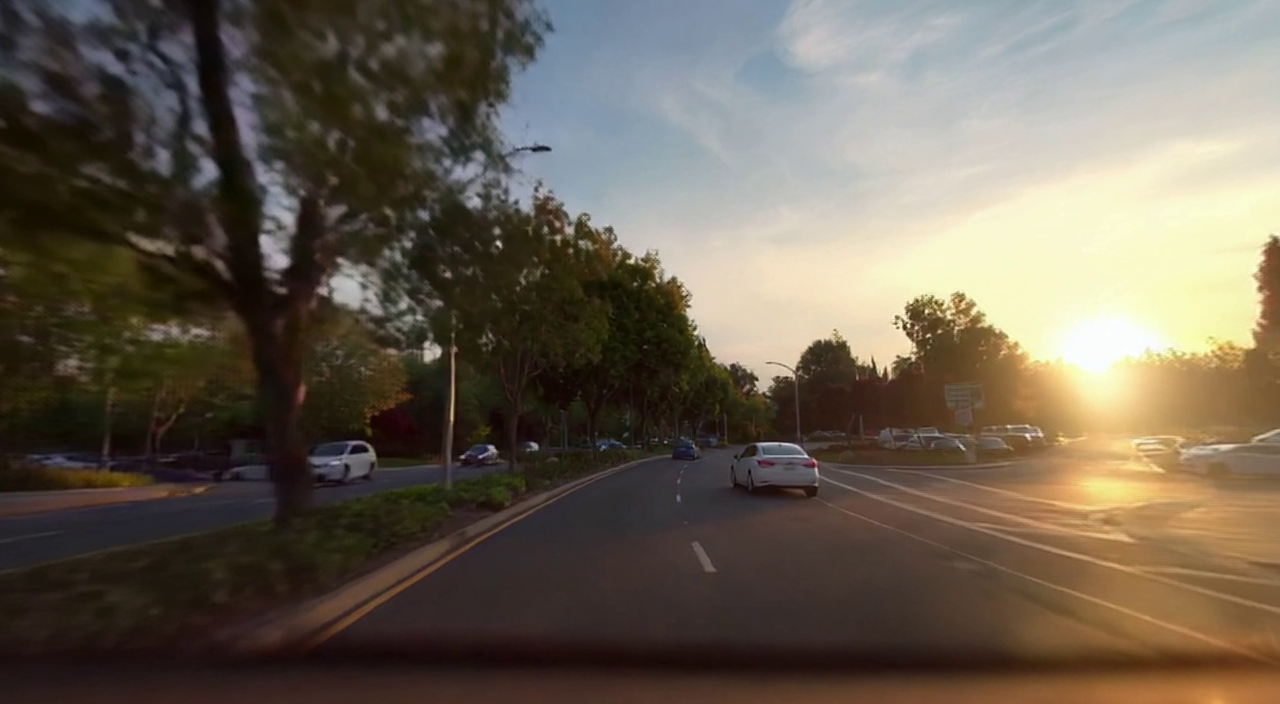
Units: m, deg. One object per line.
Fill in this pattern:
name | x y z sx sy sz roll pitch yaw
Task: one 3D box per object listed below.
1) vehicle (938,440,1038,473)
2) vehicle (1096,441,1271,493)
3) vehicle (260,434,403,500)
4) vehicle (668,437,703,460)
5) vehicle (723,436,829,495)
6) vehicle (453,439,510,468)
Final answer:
vehicle | 18.820 5.665 34.233 4.512 1.561 1.846 -8 -11 31
vehicle | 17.001 3.541 19.803 4.653 1.471 1.850 2 -9 -17
vehicle | -8.952 3.347 18.862 2.045 1.689 4.545 0 -8 -2
vehicle | 3.577 7.462 49.098 2.123 1.703 4.292 -2 -8 11
vehicle | 3.841 3.284 18.801 2.132 1.497 4.827 0 -8 1
vehicle | -9.951 6.418 40.102 1.951 1.731 4.440 -1 -8 7
